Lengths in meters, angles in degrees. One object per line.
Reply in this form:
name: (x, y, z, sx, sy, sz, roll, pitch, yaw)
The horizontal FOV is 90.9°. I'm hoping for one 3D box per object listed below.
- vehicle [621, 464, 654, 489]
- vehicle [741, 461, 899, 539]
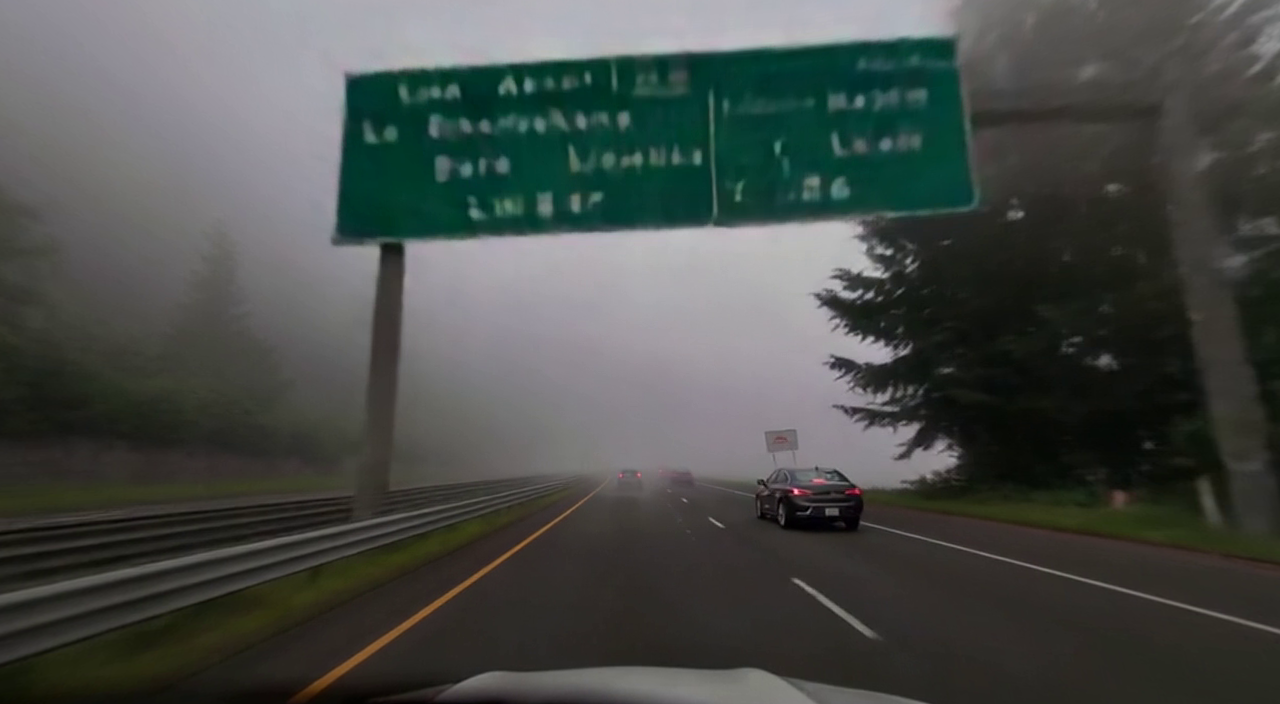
vehicle: (-0.193, 8.065, 40.797, 1.980, 1.483, 3.865, 1, -10, -1)
vehicle: (3.800, 3.260, 14.387, 2.018, 1.426, 4.941, 1, -11, -2)
